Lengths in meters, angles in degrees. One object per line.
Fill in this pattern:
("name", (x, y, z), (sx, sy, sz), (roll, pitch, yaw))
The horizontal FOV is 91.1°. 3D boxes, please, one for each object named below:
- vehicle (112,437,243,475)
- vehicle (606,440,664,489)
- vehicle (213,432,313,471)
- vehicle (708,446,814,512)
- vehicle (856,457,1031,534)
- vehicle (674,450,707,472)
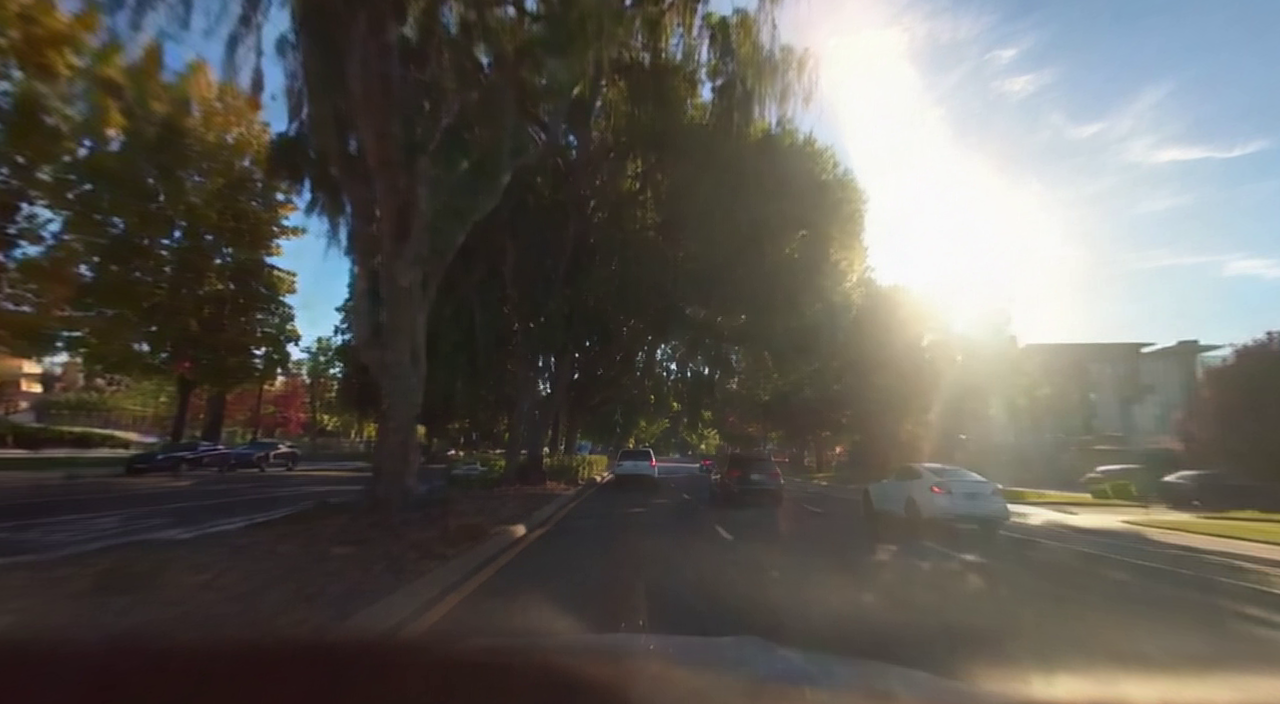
("vehicle", (-19.009, 4.302, 26.110), (1.905, 1.428, 4.637), (0, -9, 0))
("vehicle", (-0.154, 4.204, 23.811), (2.008, 1.674, 4.239), (0, -9, 0))
("vehicle", (-19.093, 5.074, 32.106), (2.043, 1.707, 4.798), (3, -9, 0))
("vehicle", (3.033, 3.288, 16.732), (1.932, 1.510, 4.168), (0, -9, -1))
("vehicle", (6.800, 3.215, 14.694), (1.944, 1.458, 4.268), (0, -9, 0))
("vehicle", (3.566, 7.778, 45.064), (2.012, 1.462, 4.163), (0, -9, -1))
